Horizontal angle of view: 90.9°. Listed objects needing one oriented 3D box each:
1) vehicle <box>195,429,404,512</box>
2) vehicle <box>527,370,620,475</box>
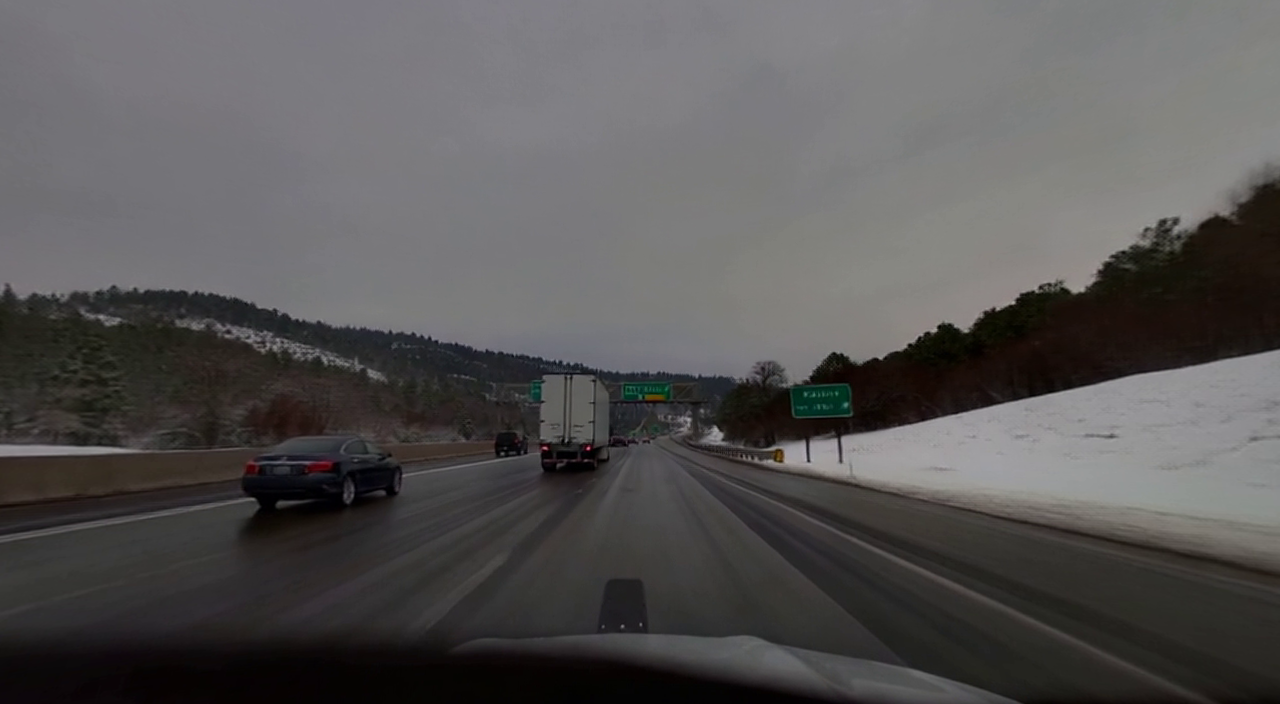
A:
[{"bbox_3d":[-7.023,2.468,13.712,1.911,1.494,4.555,0,-8,1],"label":"vehicle"},{"bbox_3d":[-2.995,4.068,34.327,3.202,4.352,16.251,0,-8,0],"label":"vehicle"}]
